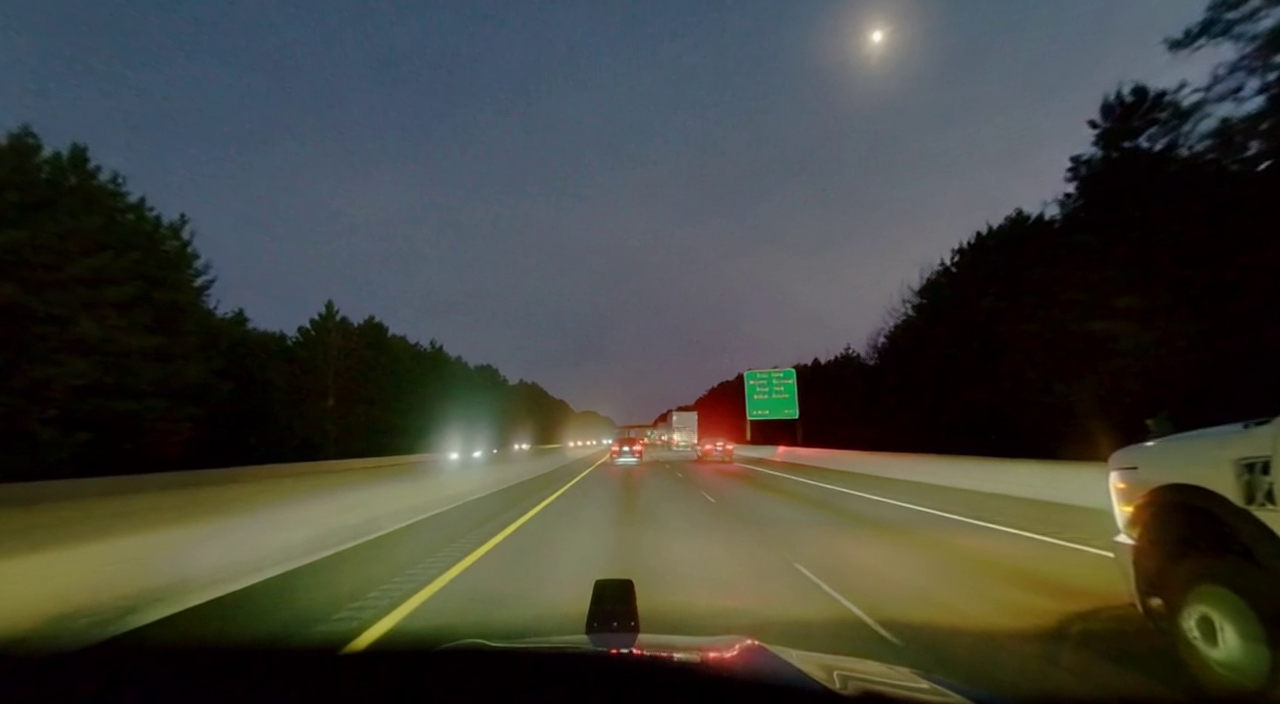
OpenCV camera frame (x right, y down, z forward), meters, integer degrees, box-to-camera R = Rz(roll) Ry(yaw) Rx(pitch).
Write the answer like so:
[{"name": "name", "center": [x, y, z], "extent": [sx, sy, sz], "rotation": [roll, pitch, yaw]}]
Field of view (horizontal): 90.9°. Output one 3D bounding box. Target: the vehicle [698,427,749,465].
[{"name": "vehicle", "center": [4.379, 4.976, 33.646], "extent": [2.073, 1.905, 4.023], "rotation": [0, -7, -2]}]

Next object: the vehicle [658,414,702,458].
[{"name": "vehicle", "center": [2.949, 6.461, 48.498], "extent": [2.728, 3.053, 7.708], "rotation": [0, -7, -1]}]

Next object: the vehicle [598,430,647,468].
[{"name": "vehicle", "center": [-0.814, 4.632, 30.509], "extent": [2.206, 1.681, 4.111], "rotation": [0, -7, -1]}]

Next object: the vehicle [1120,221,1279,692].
[{"name": "vehicle", "center": [4.612, 0.283, 1.276], "extent": [2.452, 2.444, 5.972], "rotation": [0, -7, -1]}]
